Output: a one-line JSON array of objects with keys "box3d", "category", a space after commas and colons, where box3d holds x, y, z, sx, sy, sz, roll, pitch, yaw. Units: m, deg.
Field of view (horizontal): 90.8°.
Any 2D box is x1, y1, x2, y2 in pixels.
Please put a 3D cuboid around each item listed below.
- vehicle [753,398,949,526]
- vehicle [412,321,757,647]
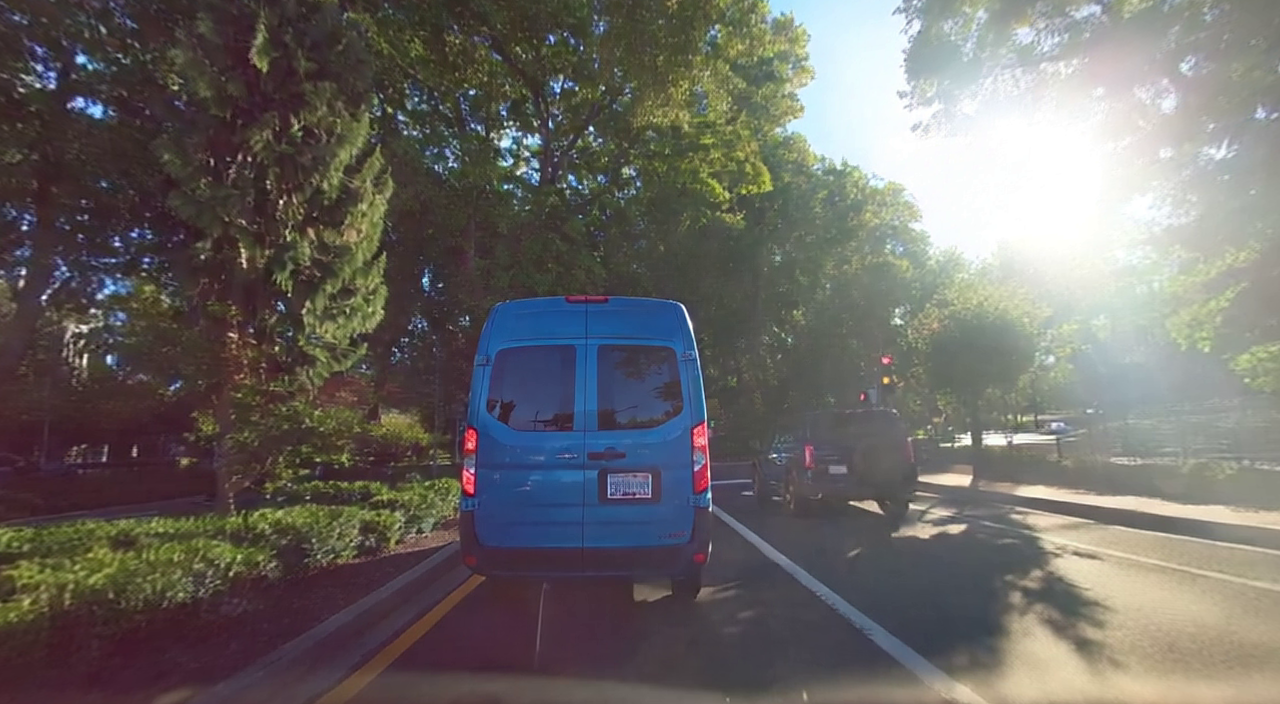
[{"box3d": [3.477, 1.923, 11.372, 1.988, 1.873, 3.968, 0, -9, -2], "category": "vehicle"}, {"box3d": [-0.307, 1.130, 6.195, 2.145, 2.046, 4.309, 0, -9, 1], "category": "vehicle"}]
